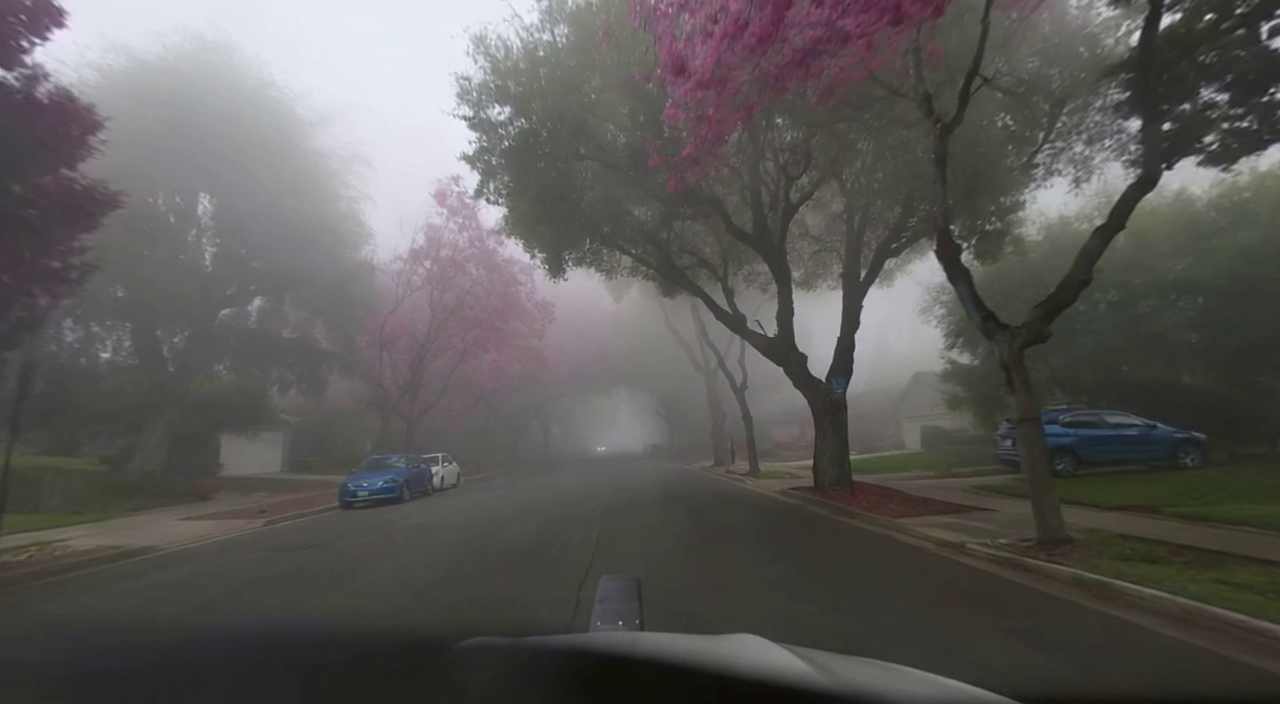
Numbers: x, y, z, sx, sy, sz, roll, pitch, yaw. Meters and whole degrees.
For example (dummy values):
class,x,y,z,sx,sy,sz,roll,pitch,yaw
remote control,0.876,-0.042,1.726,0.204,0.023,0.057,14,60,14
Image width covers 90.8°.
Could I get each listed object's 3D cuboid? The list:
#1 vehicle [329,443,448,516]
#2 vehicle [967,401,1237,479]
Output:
class,x,y,z,sx,sy,sz,roll,pitch,yaw
vehicle,-6.430,3.226,16.672,1.874,1.497,4.233,-2,-7,-7
vehicle,11.497,2.235,16.040,5.198,1.813,2.028,0,-8,-1
